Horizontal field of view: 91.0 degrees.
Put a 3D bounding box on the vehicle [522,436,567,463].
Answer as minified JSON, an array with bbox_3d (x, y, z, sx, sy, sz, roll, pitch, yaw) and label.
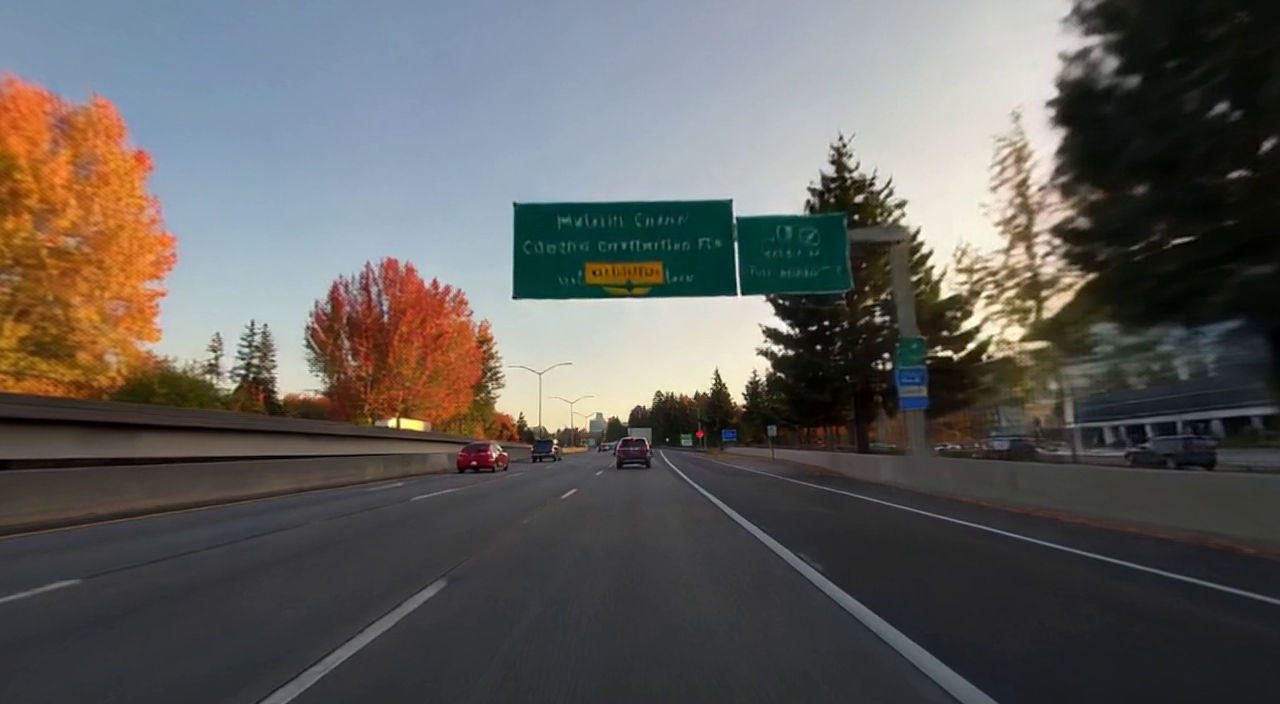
[{"bbox_3d":[-7.186,7.418,48.134,2.328,1.927,5.880,0,-9,2],"label":"vehicle"}]

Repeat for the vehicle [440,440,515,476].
[{"bbox_3d":[-7.318,4.821,28.883,2.074,1.495,4.643,0,-9,1],"label":"vehicle"}]

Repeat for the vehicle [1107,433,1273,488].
[{"bbox_3d":[18.567,3.674,21.611,2.019,1.657,4.582,-1,-9,8],"label":"vehicle"}]

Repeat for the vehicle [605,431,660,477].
[{"bbox_3d":[-0.309,4.527,28.162,2.245,1.863,4.801,0,-9,0],"label":"vehicle"}]

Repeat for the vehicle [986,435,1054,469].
[{"bbox_3d":[22.371,5.893,37.285,2.242,1.835,4.667,-3,-9,17],"label":"vehicle"}]
